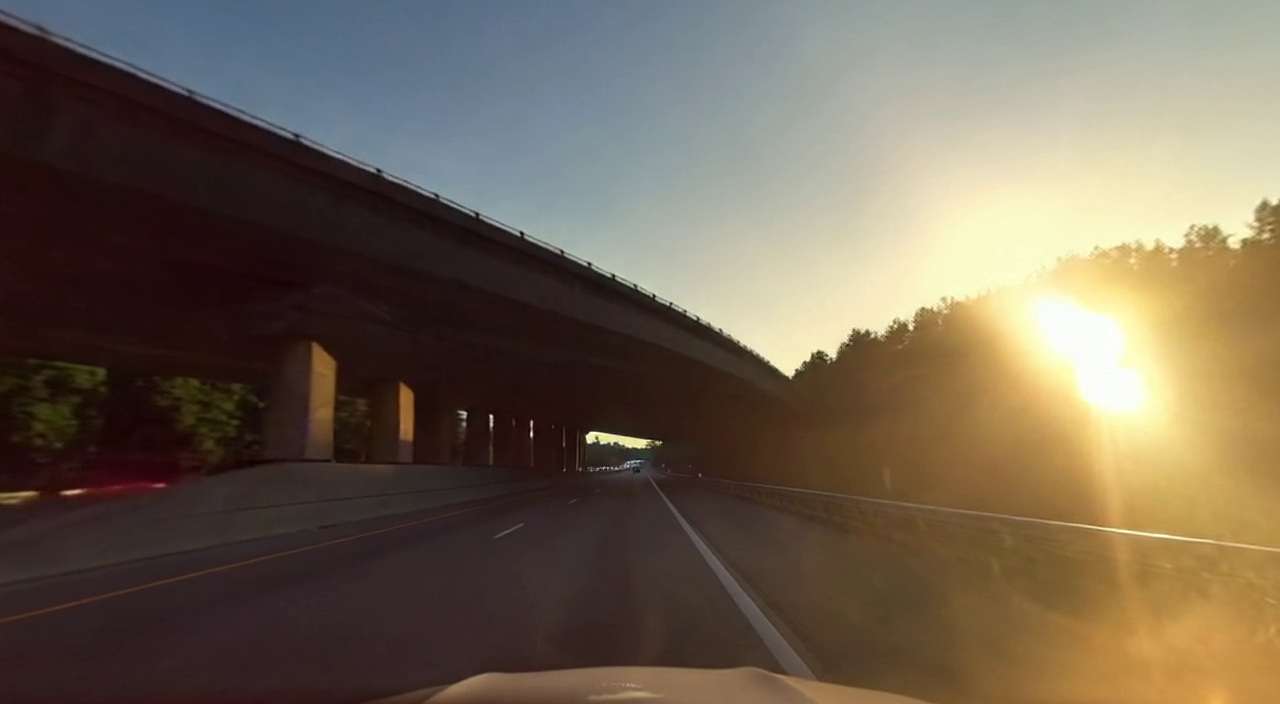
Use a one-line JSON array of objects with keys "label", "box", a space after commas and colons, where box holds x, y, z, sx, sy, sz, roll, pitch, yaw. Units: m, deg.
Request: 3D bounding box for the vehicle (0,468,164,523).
[{"label": "vehicle", "box": [-17.142, 4.283, 19.206, 1.877, 1.446, 4.240, 1, -11, 0]}]
